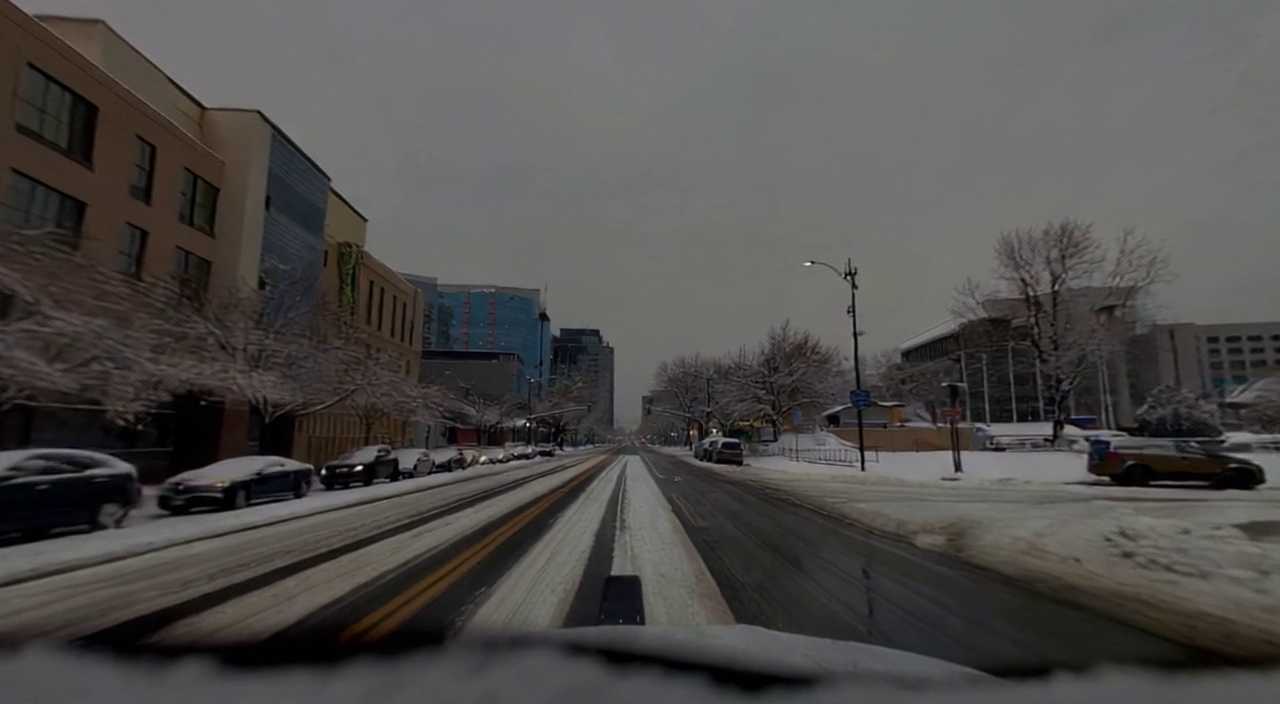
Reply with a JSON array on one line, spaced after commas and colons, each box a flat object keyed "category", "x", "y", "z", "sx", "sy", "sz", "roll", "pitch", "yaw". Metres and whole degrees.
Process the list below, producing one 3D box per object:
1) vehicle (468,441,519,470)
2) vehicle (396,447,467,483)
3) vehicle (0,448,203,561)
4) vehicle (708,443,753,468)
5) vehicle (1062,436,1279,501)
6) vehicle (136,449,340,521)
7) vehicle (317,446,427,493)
[{"category": "vehicle", "x": -10.144, "y": 7.229, "z": 44.326, "sx": 2.228, "sy": 1.863, "sz": 5.407, "roll": 0, "pitch": -8, "yaw": 1}, {"category": "vehicle", "x": -9.778, "y": 5.291, "z": 30.040, "sx": 2.021, "sy": 1.482, "sz": 4.601, "roll": 0, "pitch": -8, "yaw": -3}, {"category": "vehicle", "x": -10.026, "y": 2.421, "z": 10.573, "sx": 1.918, "sy": 1.535, "sz": 4.834, "roll": 0, "pitch": -8, "yaw": 1}, {"category": "vehicle", "x": 5.877, "y": 6.777, "z": 41.595, "sx": 2.038, "sy": 1.482, "sz": 4.994, "roll": 0, "pitch": -8, "yaw": -2}, {"category": "vehicle", "x": 15.946, "y": 3.482, "z": 19.149, "sx": 4.625, "sy": 1.797, "sz": 2.266, "roll": 0, "pitch": -8, "yaw": -1}, {"category": "vehicle", "x": -10.089, "y": 3.330, "z": 16.461, "sx": 2.010, "sy": 1.476, "sz": 4.871, "roll": -1, "pitch": -8, "yaw": 2}, {"category": "vehicle", "x": -10.244, "y": 4.494, "z": 24.733, "sx": 1.995, "sy": 1.564, "sz": 5.321, "roll": 0, "pitch": -8, "yaw": 0}]
